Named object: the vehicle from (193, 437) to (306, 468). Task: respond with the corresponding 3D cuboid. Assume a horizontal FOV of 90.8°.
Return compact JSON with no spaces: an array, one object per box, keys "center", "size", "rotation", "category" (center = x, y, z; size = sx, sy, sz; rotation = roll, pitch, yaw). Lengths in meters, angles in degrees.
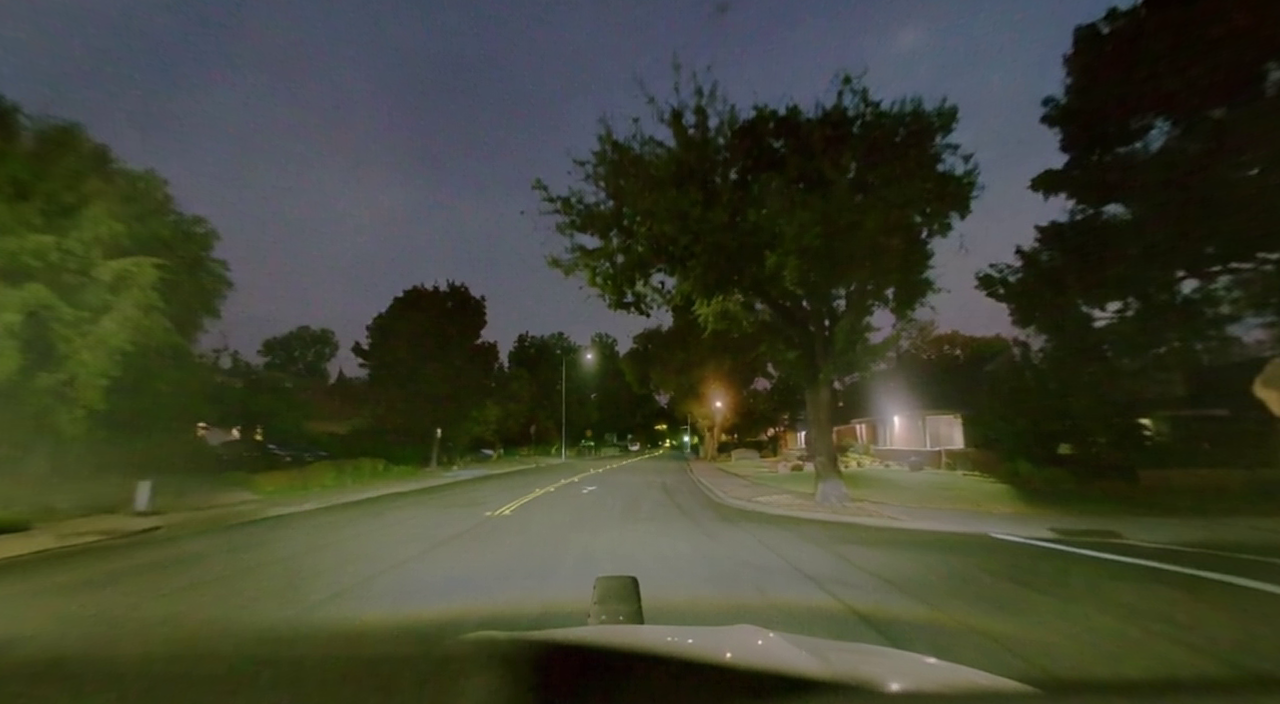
[{"center":[-19.648,5.088,31.970],"size":[4.373,1.464,1.917],"rotation":[2,-10,-13],"category":"vehicle"}]
